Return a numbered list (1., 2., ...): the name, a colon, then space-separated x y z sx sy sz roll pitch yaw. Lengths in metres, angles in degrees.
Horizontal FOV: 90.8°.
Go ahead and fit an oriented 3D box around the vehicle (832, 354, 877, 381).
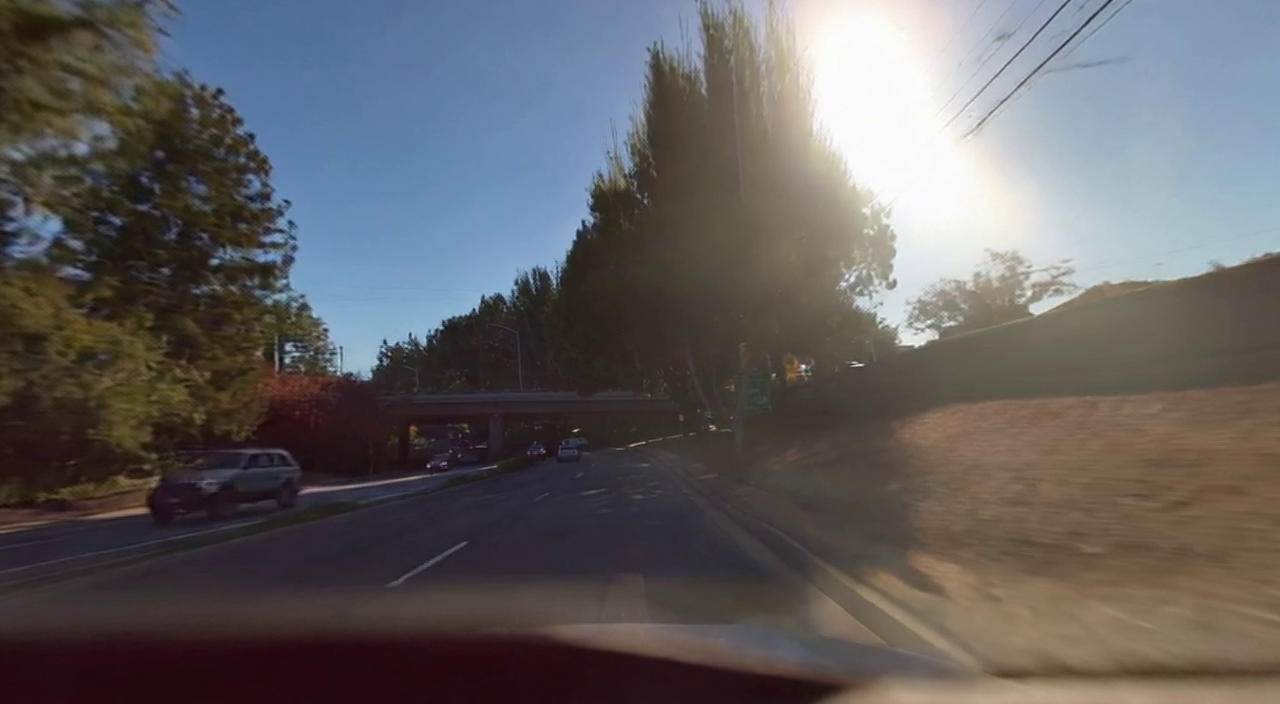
1. vehicle: 15.810 1.219 46.815 2.058 1.475 4.587 2 -7 4
